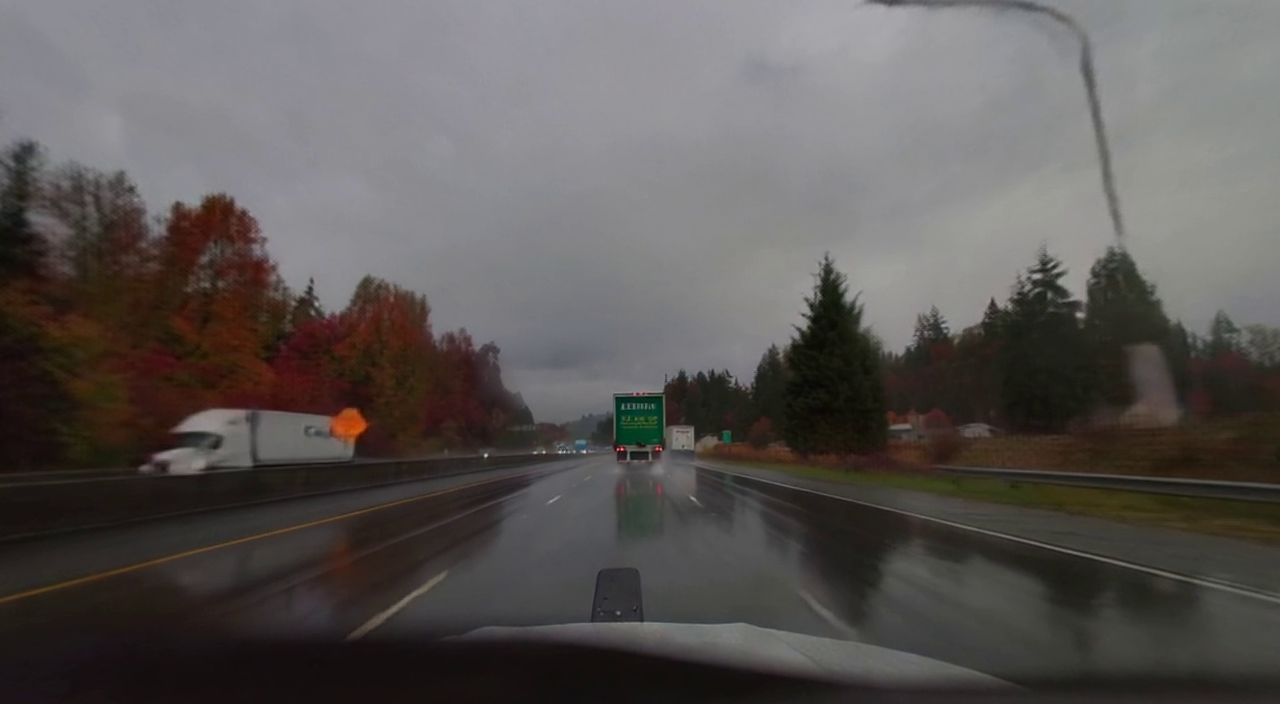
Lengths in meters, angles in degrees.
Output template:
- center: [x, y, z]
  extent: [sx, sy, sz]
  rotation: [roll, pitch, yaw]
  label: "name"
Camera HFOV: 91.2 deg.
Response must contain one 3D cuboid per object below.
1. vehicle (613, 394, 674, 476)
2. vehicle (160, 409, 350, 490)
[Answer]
- center: [0.129, 5.010, 36.873]
  extent: [3.057, 4.073, 10.792]
  rotation: [0, -9, 0]
  label: "vehicle"
- center: [-20.874, 5.525, 35.522]
  extent: [2.825, 3.752, 12.301]
  rotation: [0, -9, 0]
  label: "vehicle"
